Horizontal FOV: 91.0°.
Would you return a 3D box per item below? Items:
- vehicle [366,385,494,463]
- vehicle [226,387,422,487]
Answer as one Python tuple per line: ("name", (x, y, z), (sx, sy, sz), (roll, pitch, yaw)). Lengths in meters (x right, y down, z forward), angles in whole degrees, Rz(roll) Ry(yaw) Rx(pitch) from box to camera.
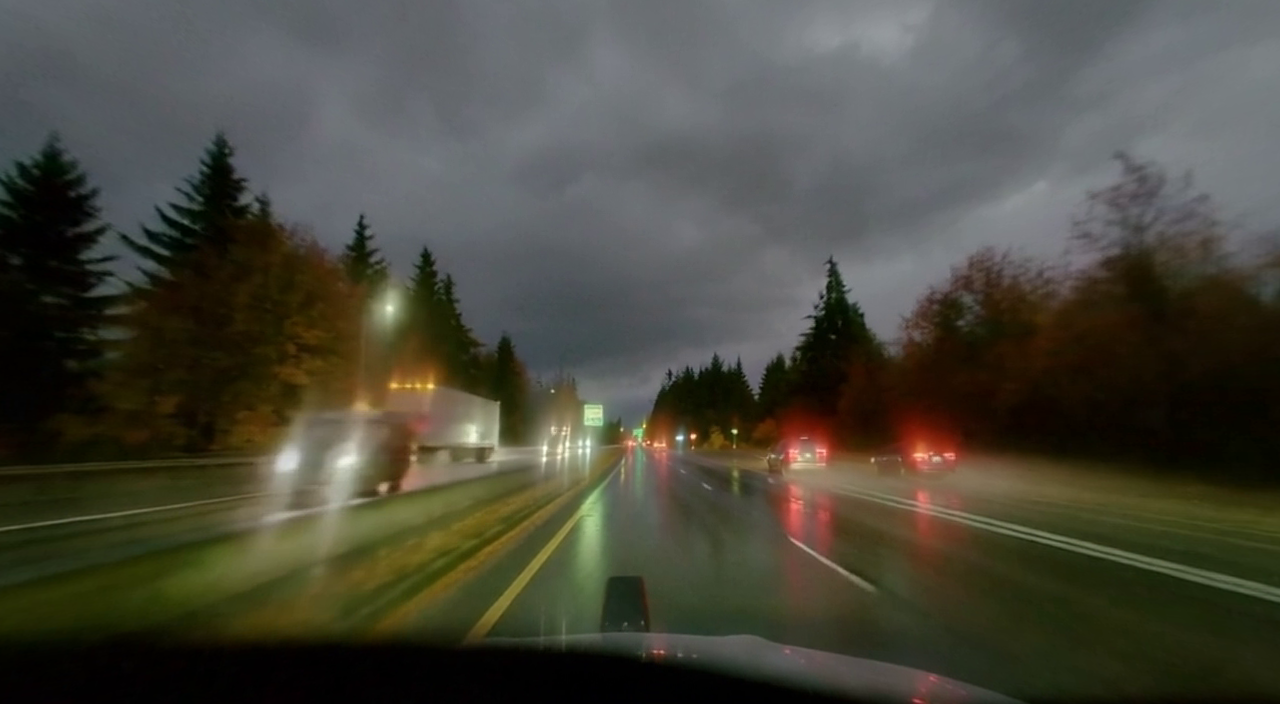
("vehicle", (-11.726, 4.437, 37.237), (3.077, 3.738, 13.263), (0, -8, 0))
("vehicle", (-8.362, 2.391, 17.573), (2.314, 2.316, 5.813), (0, -8, 1))
